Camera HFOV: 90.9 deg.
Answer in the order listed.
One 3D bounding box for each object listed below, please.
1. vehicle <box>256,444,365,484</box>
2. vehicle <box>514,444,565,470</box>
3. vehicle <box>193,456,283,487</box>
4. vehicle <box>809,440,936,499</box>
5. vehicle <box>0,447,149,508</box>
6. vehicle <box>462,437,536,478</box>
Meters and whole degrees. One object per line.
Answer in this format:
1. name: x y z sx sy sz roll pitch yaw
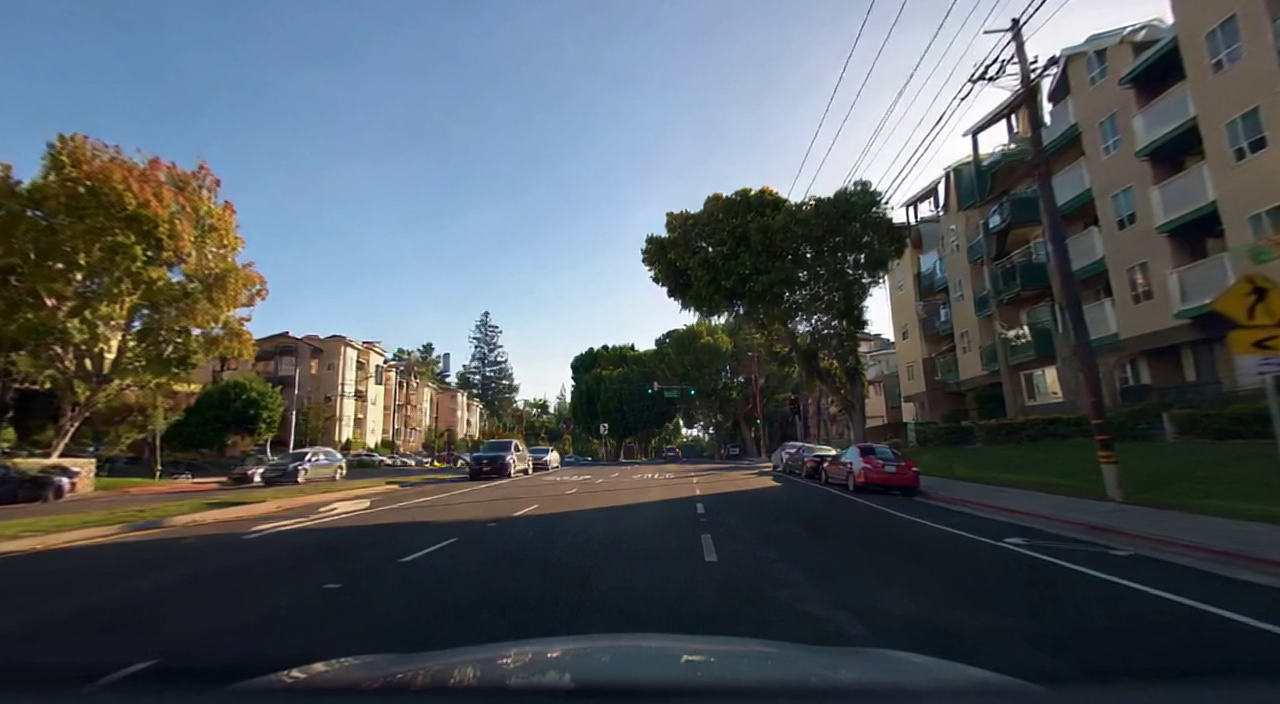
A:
1. vehicle: -15.417 5.224 29.890 2.284 1.738 4.773 -1 -8 4
2. vehicle: -5.865 6.158 37.281 1.953 1.471 4.744 -1 -8 4
3. vehicle: -22.170 6.591 35.012 1.846 1.489 4.409 -1 -8 4
4. vehicle: 6.521 3.316 18.339 2.121 1.459 4.591 0 -8 2
5. vehicle: -19.338 4.104 21.185 1.879 1.751 4.454 -1 -8 4
6. vehicle: -6.612 5.002 30.186 2.074 1.794 4.832 -1 -8 5
